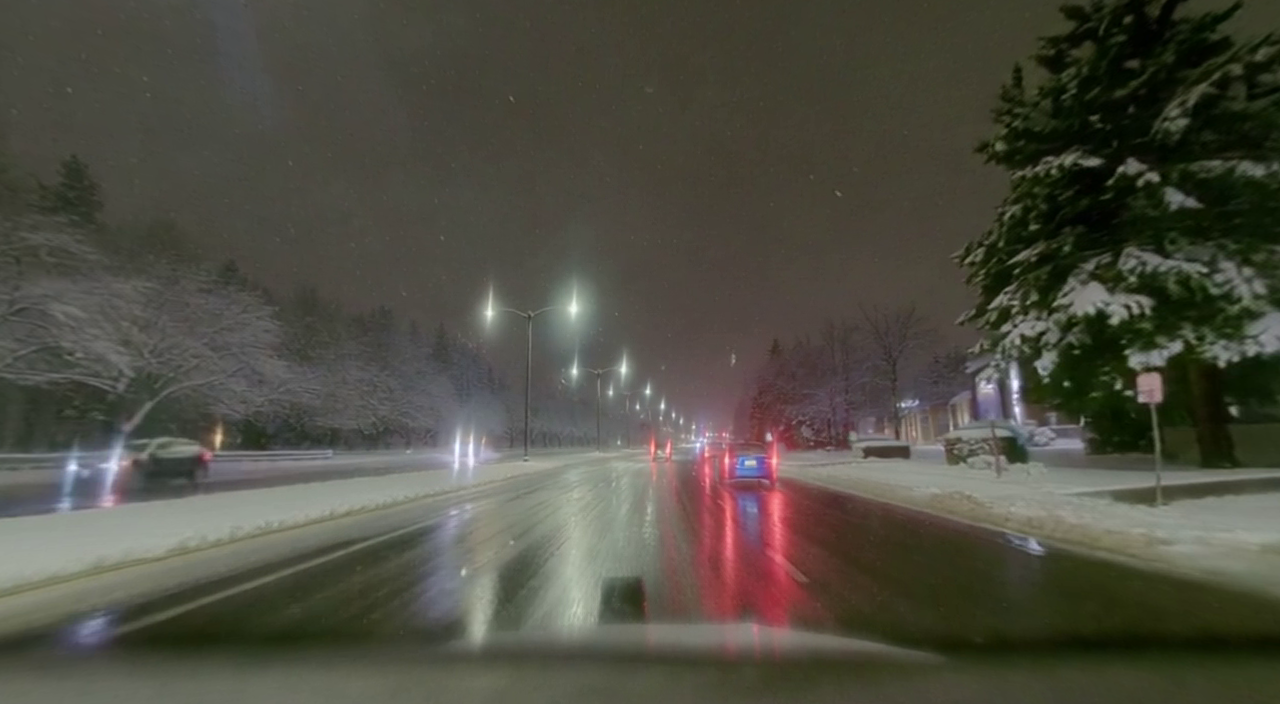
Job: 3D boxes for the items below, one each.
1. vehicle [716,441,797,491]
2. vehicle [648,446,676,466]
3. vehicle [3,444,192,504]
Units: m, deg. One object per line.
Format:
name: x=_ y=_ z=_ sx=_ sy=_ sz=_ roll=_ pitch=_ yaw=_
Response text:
vehicle: x=3.879 y=3.891 z=21.880 sx=1.981 sy=1.499 sz=4.536 roll=0 pitch=-9 yaw=1
vehicle: x=1.759 y=8.086 z=49.284 sx=2.059 sy=1.477 sz=3.988 roll=-1 pitch=-9 yaw=4
vehicle: x=-14.696 y=3.286 z=17.435 sx=1.809 sy=1.434 sz=3.952 roll=0 pitch=-9 yaw=-3
